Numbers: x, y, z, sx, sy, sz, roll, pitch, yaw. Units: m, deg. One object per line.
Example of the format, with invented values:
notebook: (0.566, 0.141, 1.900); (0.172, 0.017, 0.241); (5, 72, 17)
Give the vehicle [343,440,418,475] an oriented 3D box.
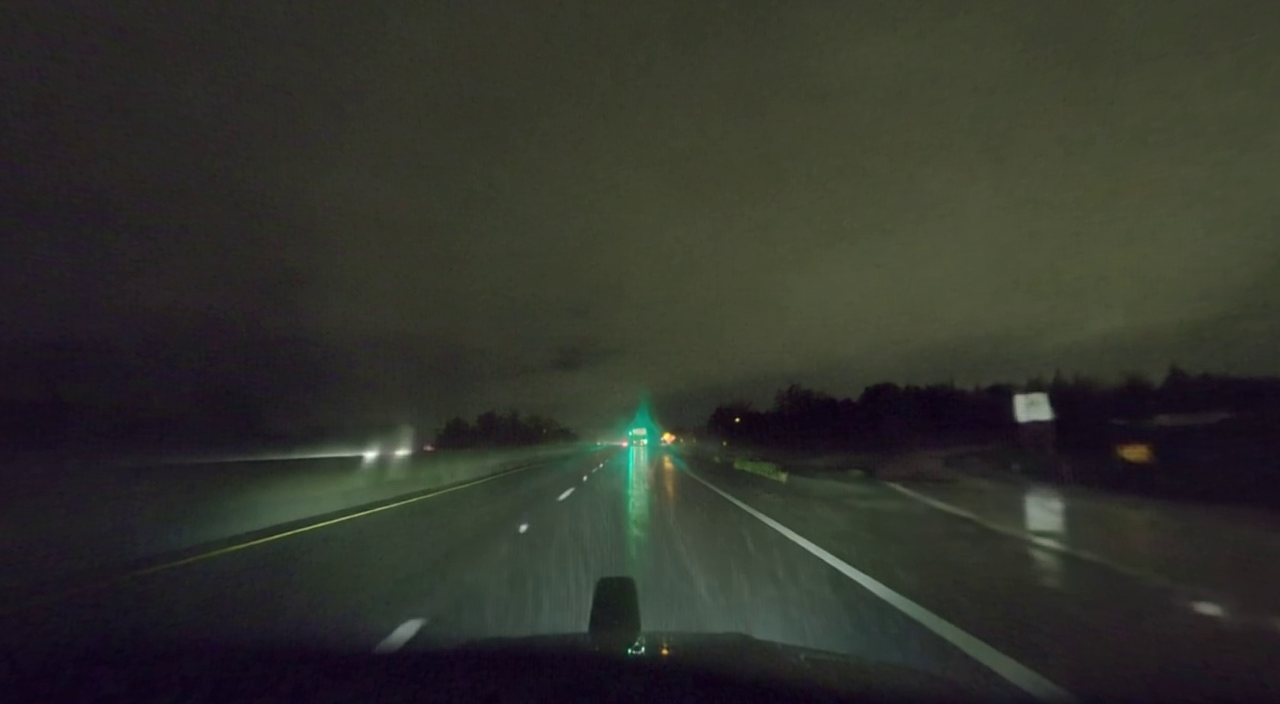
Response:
vehicle: (-14.688, 5.979, 35.950); (2.140, 1.808, 4.733); (-1, -8, 1)
